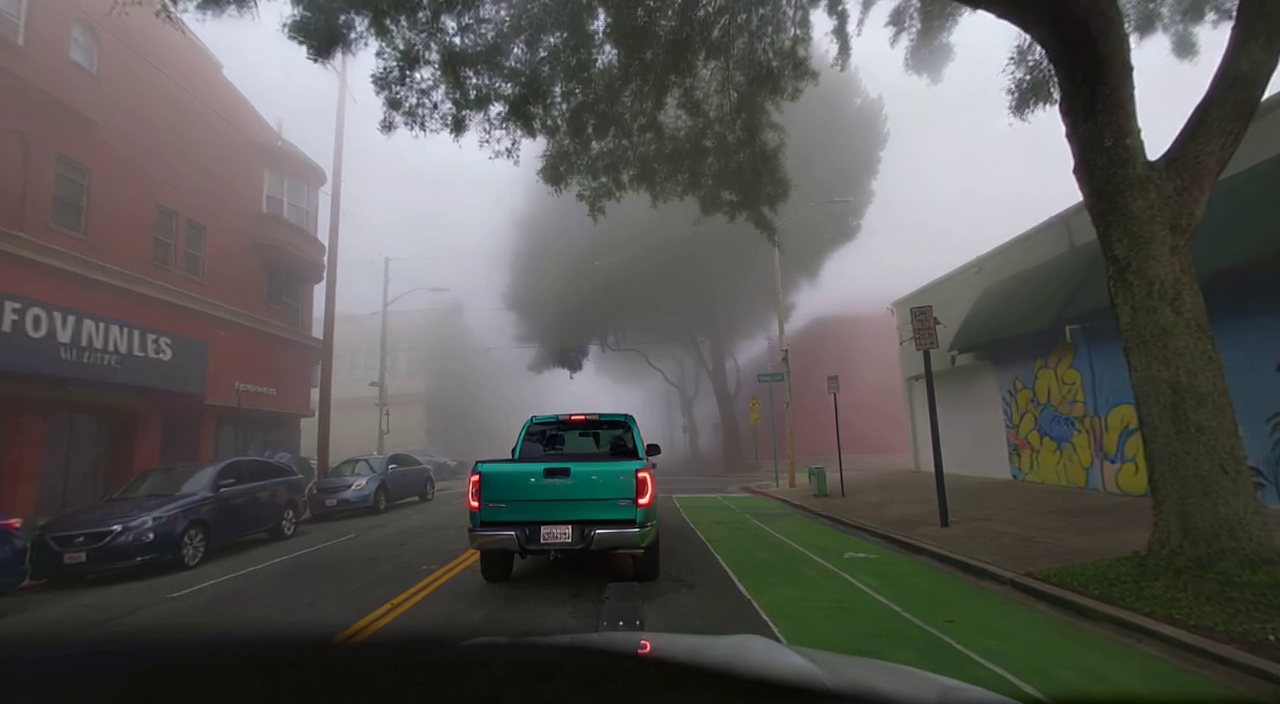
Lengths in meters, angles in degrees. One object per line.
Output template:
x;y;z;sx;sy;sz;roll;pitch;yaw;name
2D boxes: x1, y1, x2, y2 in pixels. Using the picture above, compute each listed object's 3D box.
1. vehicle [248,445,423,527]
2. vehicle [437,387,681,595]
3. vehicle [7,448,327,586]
-7.383;3.237;16.063;1.884;1.730;5.076;0;-8;0;vehicle
-0.709;1.603;8.143;2.215;1.882;4.611;0;-8;1;vehicle
-7.165;2.453;10.376;1.882;1.686;4.489;0;-8;-2;vehicle
